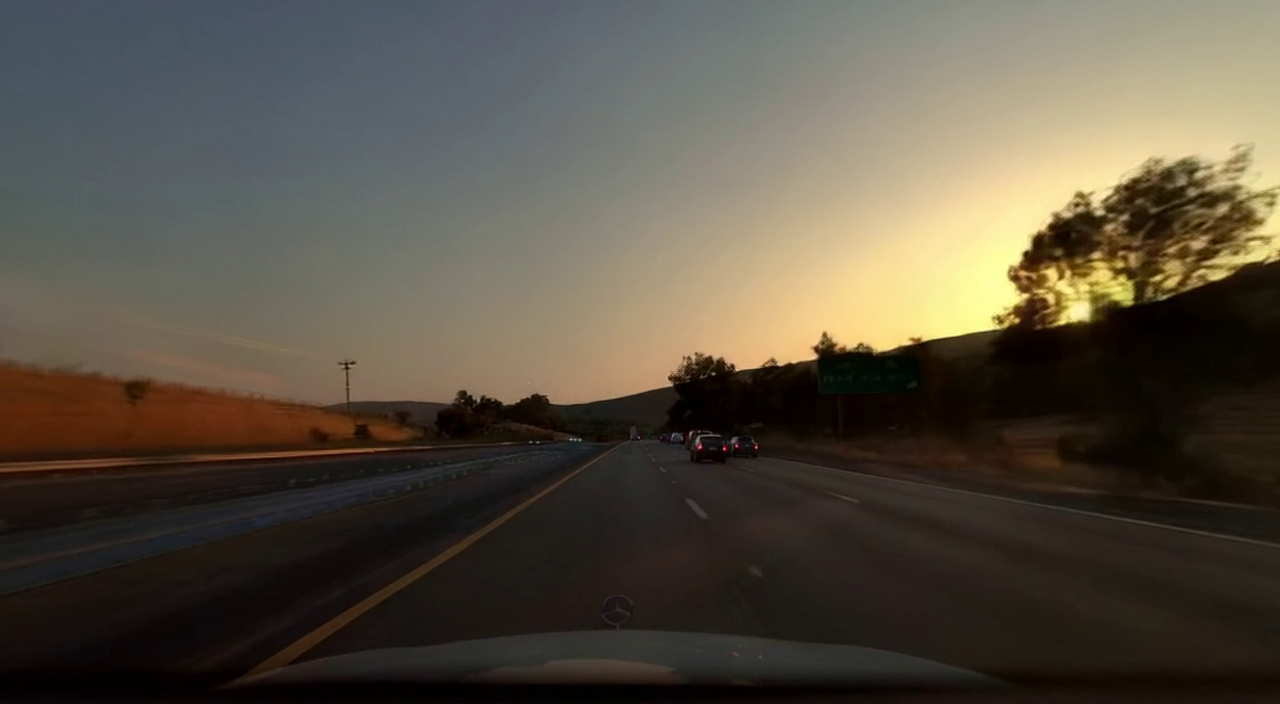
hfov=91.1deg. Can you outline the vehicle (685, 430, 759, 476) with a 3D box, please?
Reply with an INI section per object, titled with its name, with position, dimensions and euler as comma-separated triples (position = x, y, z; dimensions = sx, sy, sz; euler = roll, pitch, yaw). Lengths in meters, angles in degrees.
[vehicle]
position = 2.962, 3.754, 23.734
dimensions = 2.084, 1.583, 4.420
euler = 0, -8, -1
